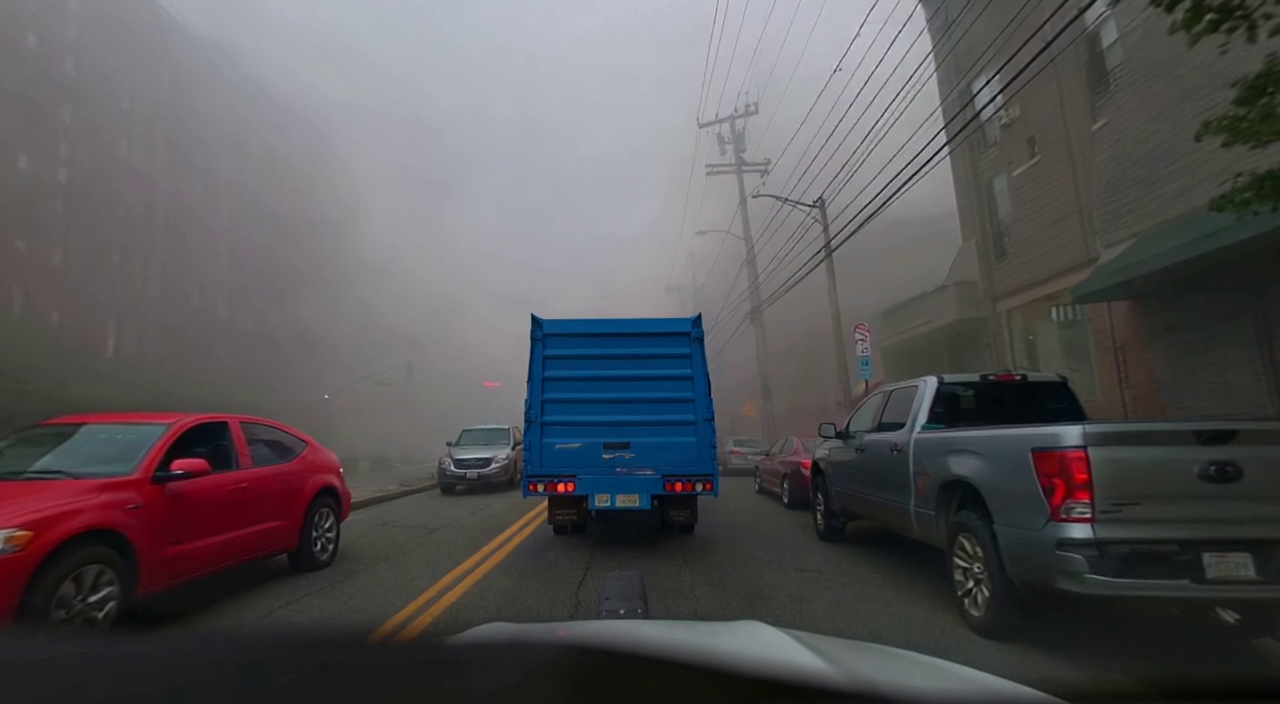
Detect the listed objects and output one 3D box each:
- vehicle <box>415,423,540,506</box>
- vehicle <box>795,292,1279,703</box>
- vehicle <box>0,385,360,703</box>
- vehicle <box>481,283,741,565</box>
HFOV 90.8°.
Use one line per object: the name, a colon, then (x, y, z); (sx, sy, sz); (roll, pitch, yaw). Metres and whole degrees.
vehicle: (-3.837, 2.725, 15.701); (1.955, 1.779, 4.116); (0, -8, 1)
vehicle: (3.242, 1.100, 5.815); (2.242, 1.979, 5.722); (0, -8, 1)
vehicle: (-4.127, 1.231, 4.673); (1.988, 1.657, 4.492); (0, -8, 1)
vehicle: (-0.268, 1.376, 11.311); (2.878, 3.204, 8.244); (0, -8, 1)
